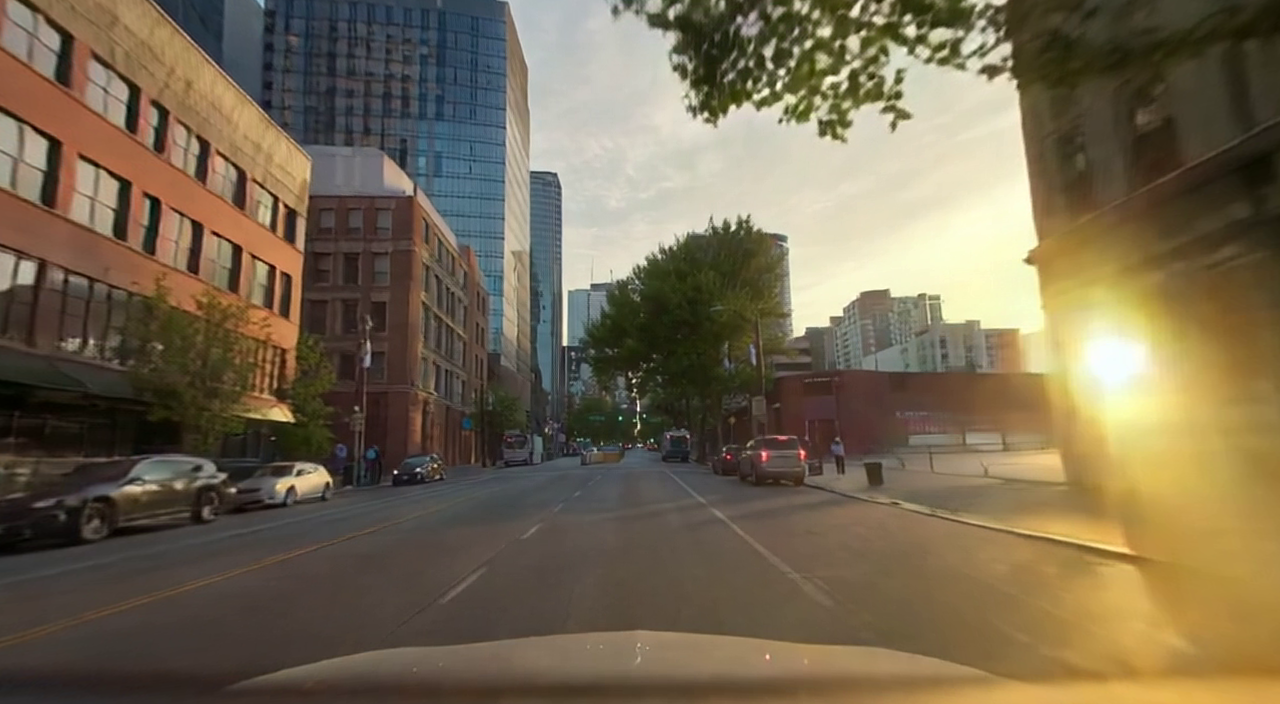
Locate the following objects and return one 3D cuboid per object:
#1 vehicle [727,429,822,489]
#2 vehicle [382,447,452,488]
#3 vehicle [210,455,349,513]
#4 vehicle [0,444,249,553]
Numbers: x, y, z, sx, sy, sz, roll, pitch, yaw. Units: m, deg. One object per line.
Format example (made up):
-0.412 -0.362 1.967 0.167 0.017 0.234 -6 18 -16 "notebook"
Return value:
4.681 3.808 22.957 2.237 1.908 5.320 0 -8 -1 "vehicle"
-11.221 5.820 32.159 2.039 1.770 4.445 -3 -9 -1 "vehicle"
-11.340 4.151 20.300 2.007 1.511 4.280 -4 -9 0 "vehicle"
-11.294 3.030 13.985 1.970 1.828 5.519 -3 -8 -2 "vehicle"
